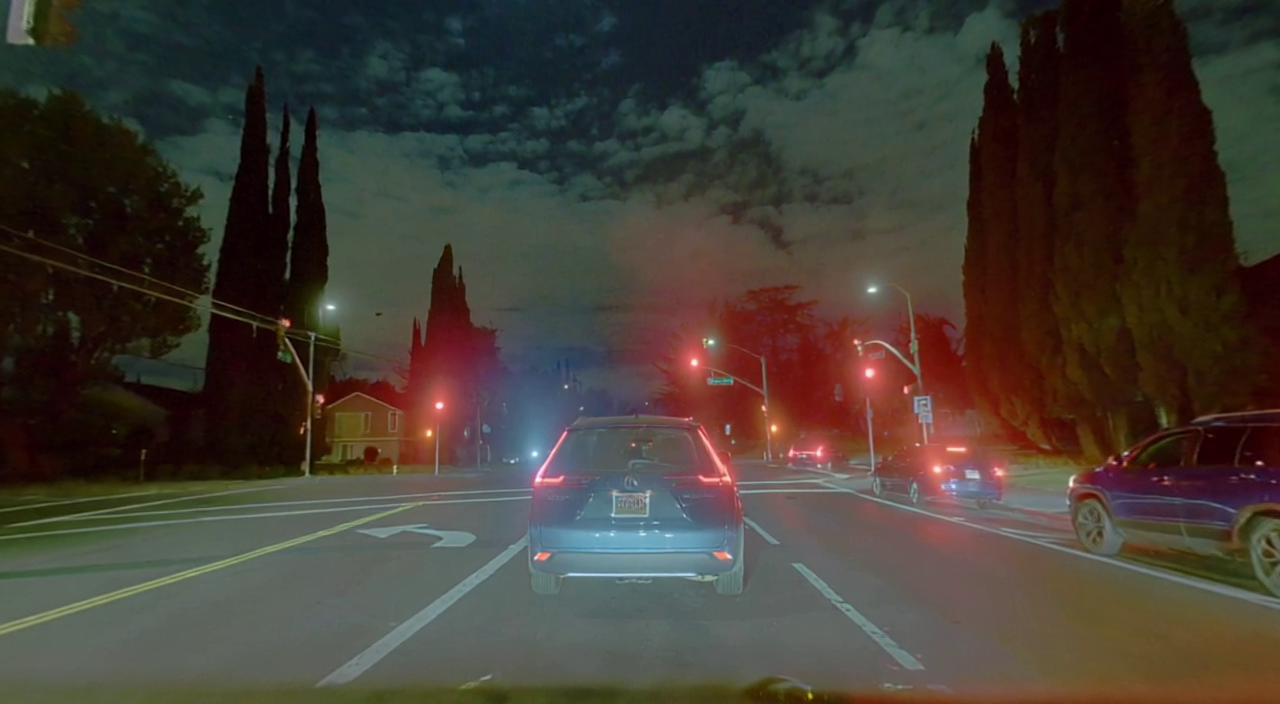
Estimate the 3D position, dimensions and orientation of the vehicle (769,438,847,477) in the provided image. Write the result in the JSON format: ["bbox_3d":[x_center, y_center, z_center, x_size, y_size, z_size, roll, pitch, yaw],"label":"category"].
[{"bbox_3d":[7.406,4.549,27.441,2.077,1.527,4.755,-5,-10,30],"label":"vehicle"}]

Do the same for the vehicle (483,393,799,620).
[{"bbox_3d":[0.037,1.461,6.910,2.322,1.667,4.367,0,-8,1],"label":"vehicle"}]

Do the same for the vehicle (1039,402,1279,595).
[{"bbox_3d":[7.016,1.542,7.044,1.989,1.791,4.735,0,-8,0],"label":"vehicle"}]

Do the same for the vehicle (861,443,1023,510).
[{"bbox_3d":[7.278,3.008,15.817,1.860,1.436,4.479,0,-8,0],"label":"vehicle"}]
